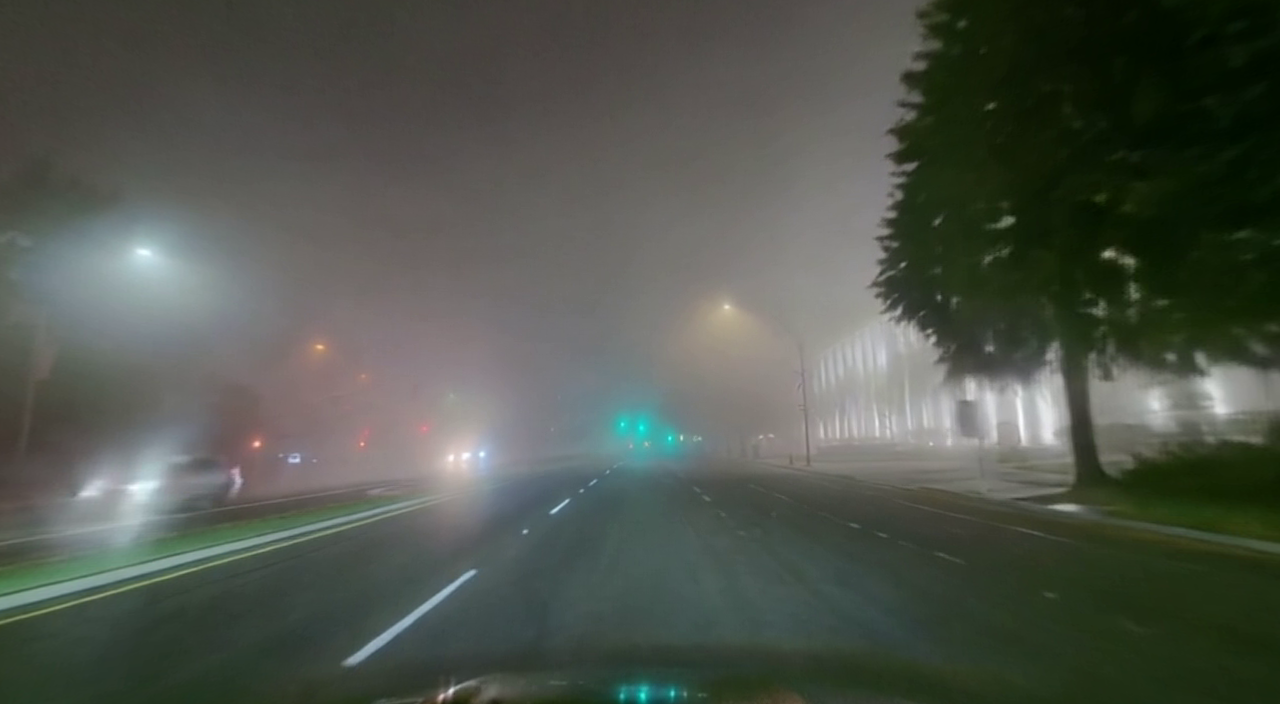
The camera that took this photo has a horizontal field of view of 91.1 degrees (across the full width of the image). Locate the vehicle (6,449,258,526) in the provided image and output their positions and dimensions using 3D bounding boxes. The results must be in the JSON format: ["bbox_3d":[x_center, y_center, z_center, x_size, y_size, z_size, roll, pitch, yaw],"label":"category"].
[{"bbox_3d":[-11.356,3.018,14.622,2.058,1.453,4.580,0,-8,-1],"label":"vehicle"}]

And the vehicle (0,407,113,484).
[{"bbox_3d":[-30.766,4.506,30.088,2.818,3.500,8.930,-1,-8,3],"label":"vehicle"}]
